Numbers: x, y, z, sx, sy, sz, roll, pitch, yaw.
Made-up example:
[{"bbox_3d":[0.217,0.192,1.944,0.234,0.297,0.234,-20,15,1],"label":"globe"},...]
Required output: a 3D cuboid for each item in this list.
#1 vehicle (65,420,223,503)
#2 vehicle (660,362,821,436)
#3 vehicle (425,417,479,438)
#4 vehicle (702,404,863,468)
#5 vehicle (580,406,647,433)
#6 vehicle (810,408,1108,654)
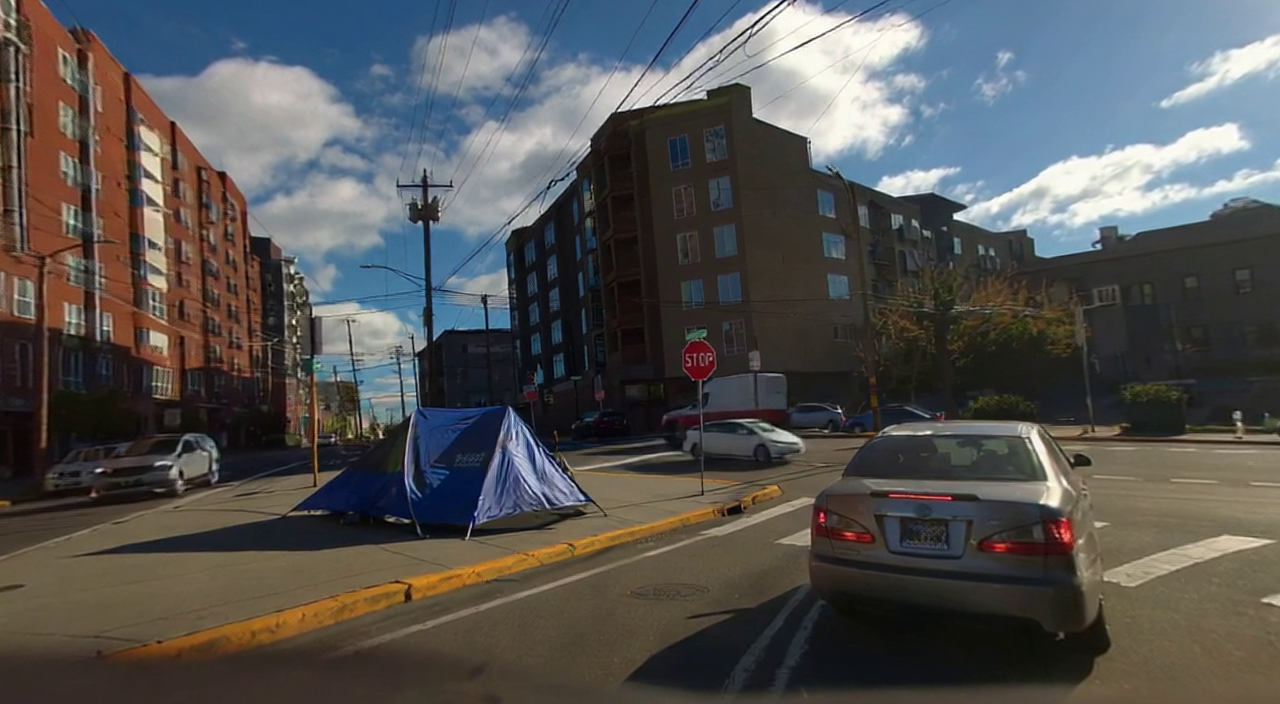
[{"bbox_3d":[-12.259,2.701,15.980,1.987,1.686,3.971,-1,-8,-21],"label":"vehicle"},{"bbox_3d":[4.551,2.399,29.801,7.172,3.075,2.584,-7,-10,41],"label":"vehicle"},{"bbox_3d":[-14.434,5.820,48.387,2.089,1.506,4.641,7,-11,-41],"label":"vehicle"},{"bbox_3d":[4.218,2.571,19.107,4.320,1.724,1.870,-7,-11,40],"label":"vehicle"},{"bbox_3d":[-1.734,4.293,39.827,1.790,1.468,4.422,7,-11,-41],"label":"vehicle"},{"bbox_3d":[3.409,1.541,6.603,1.945,1.647,4.160,-6,-10,32],"label":"vehicle"}]
